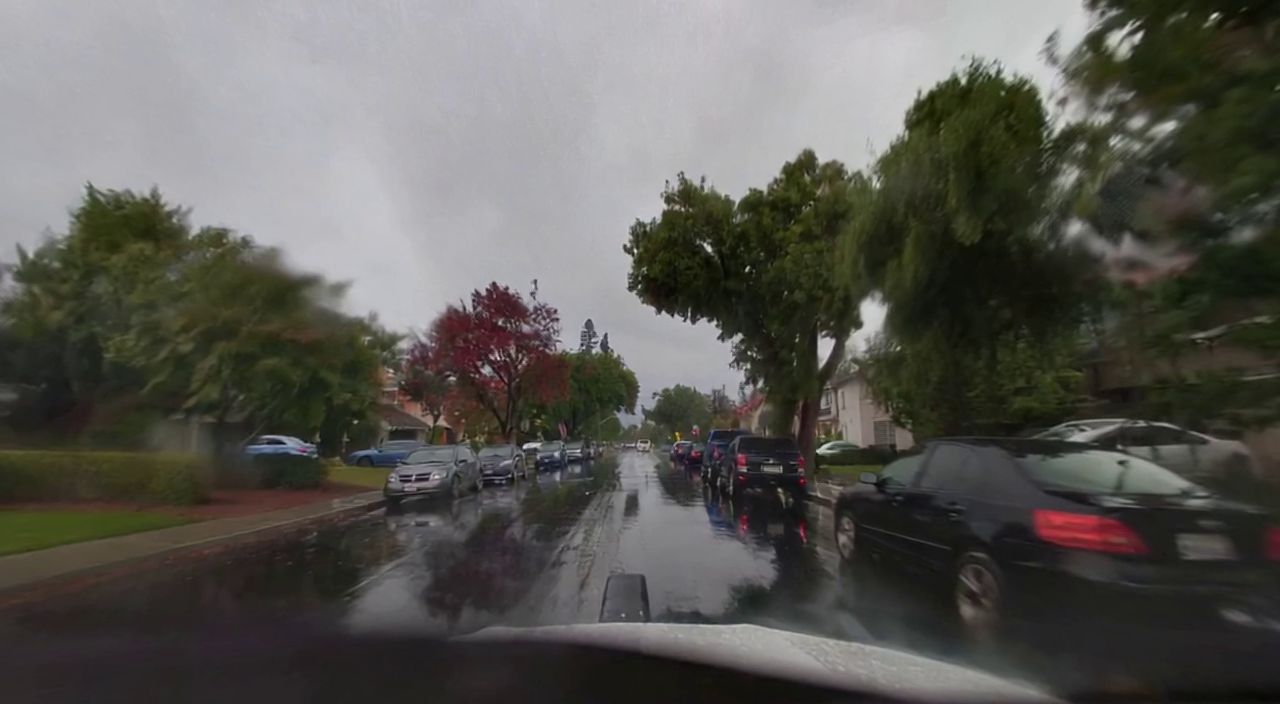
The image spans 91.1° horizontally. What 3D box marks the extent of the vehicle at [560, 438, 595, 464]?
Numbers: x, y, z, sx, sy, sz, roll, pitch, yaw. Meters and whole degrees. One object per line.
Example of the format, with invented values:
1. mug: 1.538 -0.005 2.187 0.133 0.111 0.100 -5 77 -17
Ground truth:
1. vehicle: -4.818 7.721 49.099 2.162 1.857 4.758 2 -8 0

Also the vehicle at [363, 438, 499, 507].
1. vehicle: -5.444 3.183 17.136 1.899 1.538 4.611 2 -8 3

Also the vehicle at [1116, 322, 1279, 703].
1. vehicle: 3.065 0.530 0.309 2.005 1.745 4.624 0 -8 0

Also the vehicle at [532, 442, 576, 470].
1. vehicle: -5.267 6.423 39.048 1.872 1.515 4.535 1 -8 2

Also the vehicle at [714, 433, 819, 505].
1. vehicle: 3.164 3.017 16.719 1.914 1.631 4.558 0 -8 1

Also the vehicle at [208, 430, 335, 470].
1. vehicle: -17.536 4.690 30.034 4.731 1.817 2.025 0 -8 0

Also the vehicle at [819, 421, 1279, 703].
1. vehicle: 3.167 1.445 5.556 1.877 1.496 4.428 0 -8 0
